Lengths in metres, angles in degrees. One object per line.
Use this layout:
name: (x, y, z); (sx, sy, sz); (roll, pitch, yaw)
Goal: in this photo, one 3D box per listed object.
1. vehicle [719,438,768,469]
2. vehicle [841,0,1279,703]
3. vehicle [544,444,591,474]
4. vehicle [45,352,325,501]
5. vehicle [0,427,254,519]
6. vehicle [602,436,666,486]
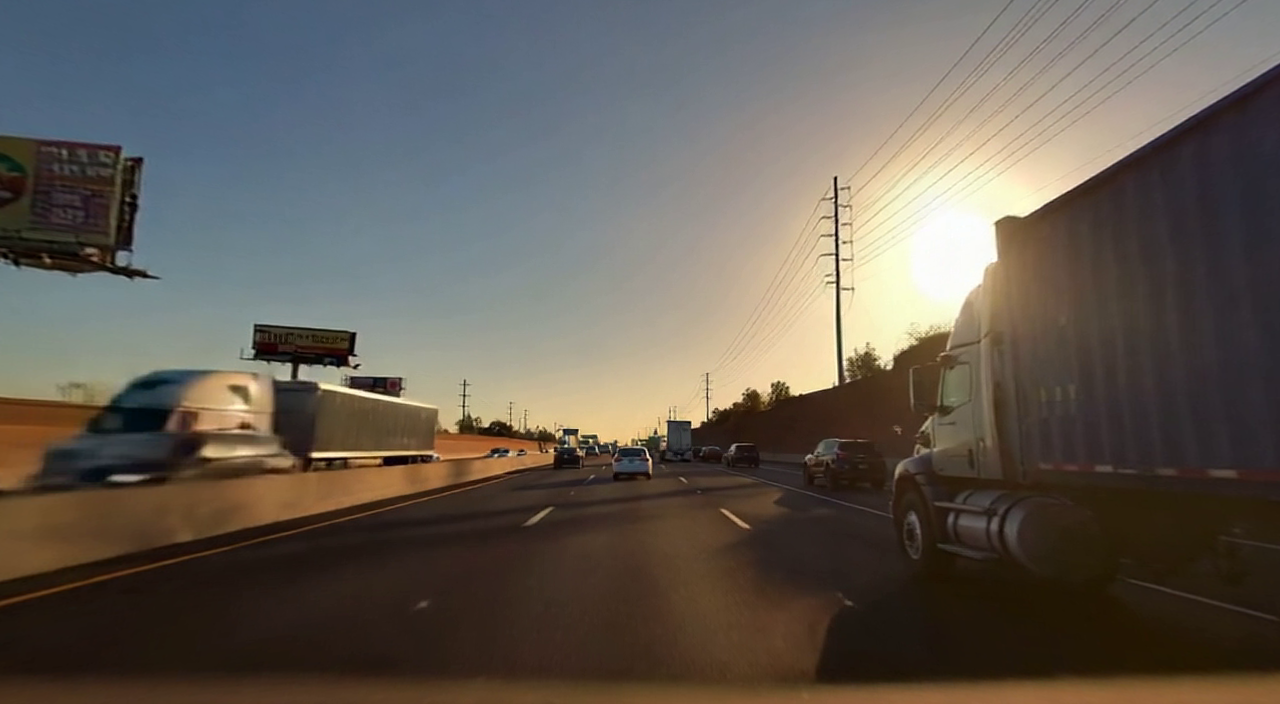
vehicle: (7.008, 6.945, 43.445); (2.302, 1.973, 5.502); (0, -9, -1)
vehicle: (3.588, -0.316, 2.042); (3.013, 3.940, 7.933); (0, -9, -1)
vehicle: (-3.854, 5.775, 34.425); (2.025, 1.498, 4.675); (0, -9, 0)
vehicle: (-14.011, 2.567, 20.781); (3.075, 3.927, 8.116); (0, -9, 0)
vehicle: (-10.870, 2.526, 13.677); (2.043, 1.628, 4.675); (0, -9, 0)
vehicle: (-0.224, 4.056, 23.723); (2.191, 1.685, 4.015); (0, -9, 0)
